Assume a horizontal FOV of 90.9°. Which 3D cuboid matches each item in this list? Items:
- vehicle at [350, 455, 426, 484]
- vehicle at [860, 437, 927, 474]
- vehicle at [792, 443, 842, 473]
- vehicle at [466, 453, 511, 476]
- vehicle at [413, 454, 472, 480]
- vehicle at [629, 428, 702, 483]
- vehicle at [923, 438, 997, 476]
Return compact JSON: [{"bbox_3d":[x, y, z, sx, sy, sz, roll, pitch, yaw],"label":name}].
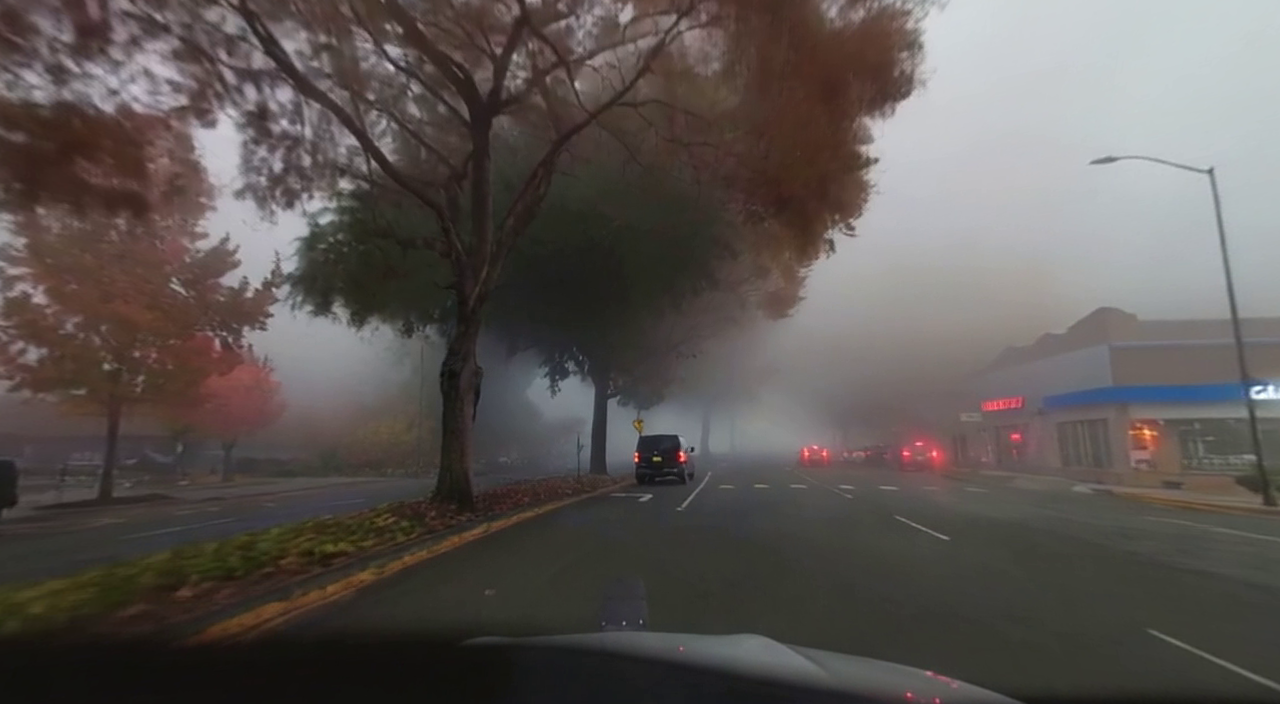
[{"bbox_3d":[-13.513,6.294,34.114,1.797,1.351,4.300,-2,-8,10],"label":"vehicle"},{"bbox_3d":[12.948,5.310,32.527,2.040,1.738,4.414,-1,-8,7],"label":"vehicle"},{"bbox_3d":[9.320,5.575,33.477,1.886,1.464,4.290,-1,-8,7],"label":"vehicle"},{"bbox_3d":[-11.526,8.564,48.218,1.947,1.558,4.065,-1,-8,7],"label":"vehicle"},{"bbox_3d":[-12.493,7.268,40.201,1.877,1.445,4.436,-1,-8,7],"label":"vehicle"},{"bbox_3d":[1.095,3.911,24.150,2.344,1.863,4.665,-1,-8,8],"label":"vehicle"},{"bbox_3d":[16.051,5.273,31.868,2.076,1.759,3.970,-1,-8,8],"label":"vehicle"}]
